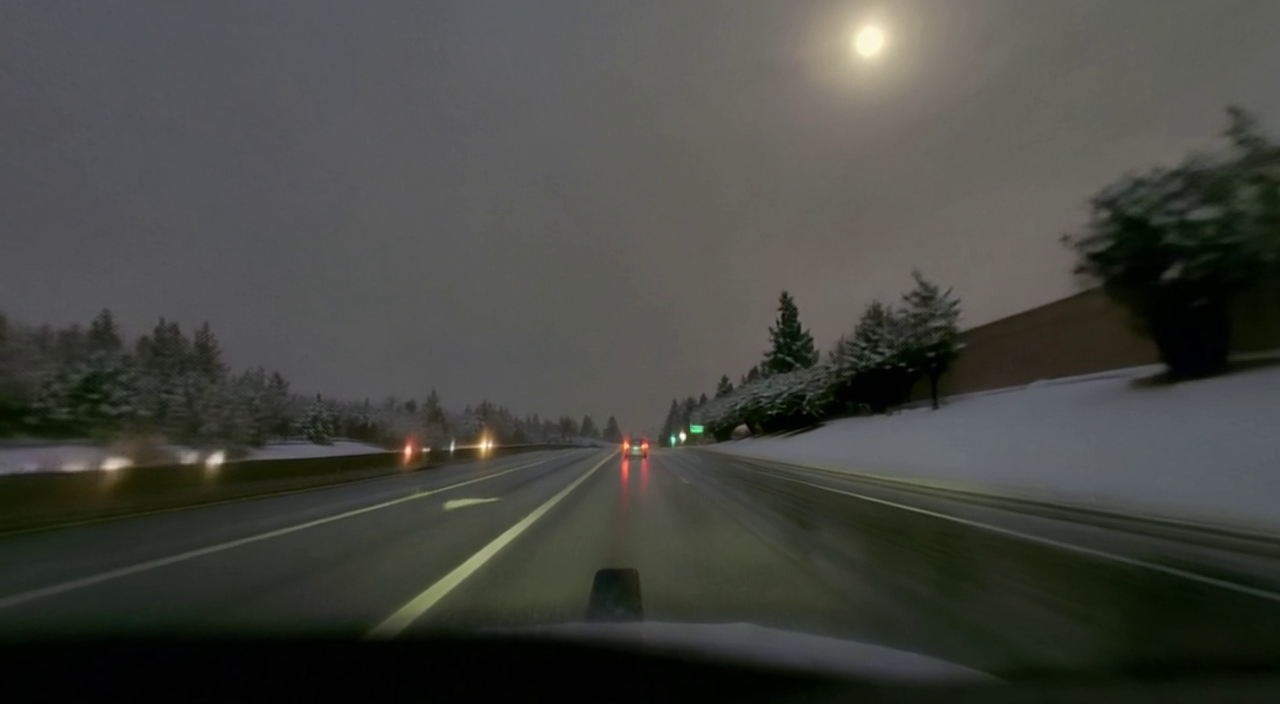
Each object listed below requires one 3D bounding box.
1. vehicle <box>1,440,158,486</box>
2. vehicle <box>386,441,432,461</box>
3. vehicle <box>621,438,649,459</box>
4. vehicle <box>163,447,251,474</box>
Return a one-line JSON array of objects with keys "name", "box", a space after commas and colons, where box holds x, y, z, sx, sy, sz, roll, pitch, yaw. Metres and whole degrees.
[{"name": "vehicle", "box": [-21.599, 4.269, 24.668, 1.947, 1.606, 4.533, 0, -8, -1]}, {"name": "vehicle", "box": [-17.875, 7.689, 49.153, 1.974, 1.513, 4.348, 0, -9, 0]}, {"name": "vehicle", "box": [-0.364, 7.165, 47.028, 2.025, 1.460, 4.189, 0, -8, 0]}, {"name": "vehicle", "box": [-25.368, 6.356, 37.263, 1.870, 1.484, 4.703, 0, -8, 0]}]
